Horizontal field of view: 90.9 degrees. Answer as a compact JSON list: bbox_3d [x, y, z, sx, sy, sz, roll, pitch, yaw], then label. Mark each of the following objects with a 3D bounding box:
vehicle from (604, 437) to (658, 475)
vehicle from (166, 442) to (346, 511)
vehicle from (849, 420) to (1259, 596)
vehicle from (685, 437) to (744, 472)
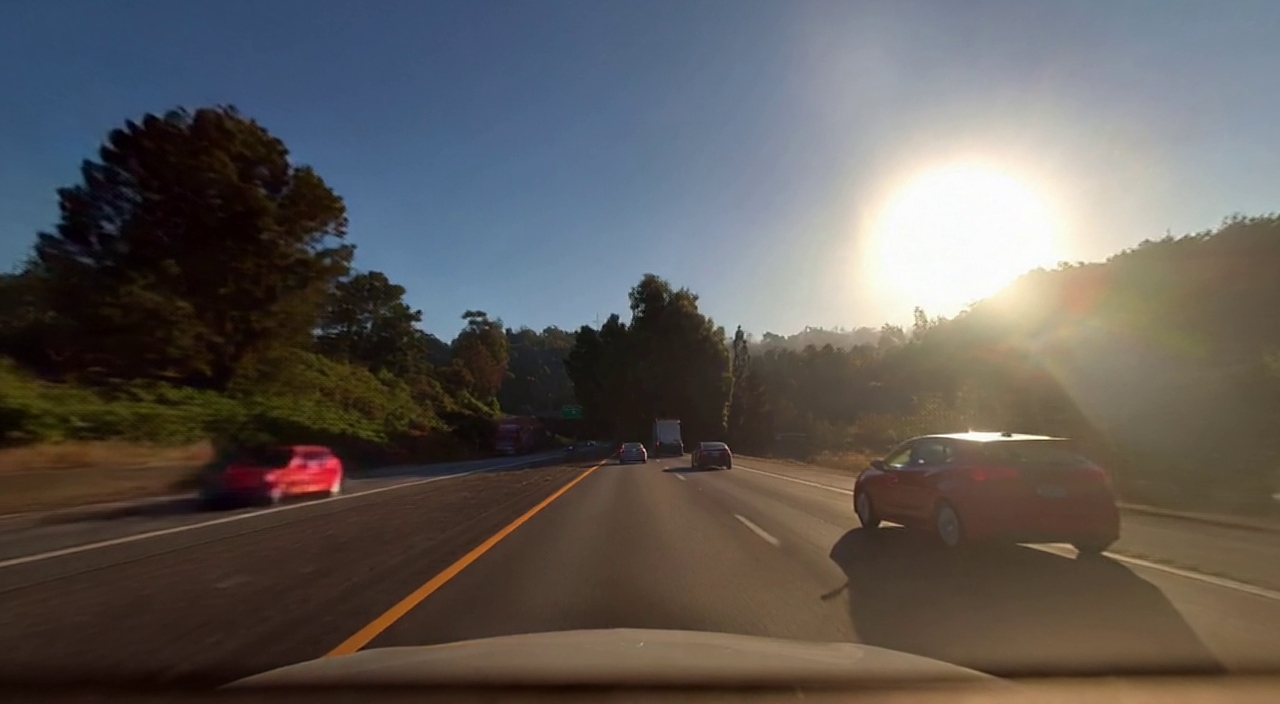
[{"bbox_3d":[-0.394,4.400,26.943,2.143,1.466,3.693,0,-8,-2],"label":"vehicle"},{"bbox_3d":[-9.570,3.089,16.200,2.154,1.488,4.002,0,-8,-1],"label":"vehicle"},{"bbox_3d":[4.391,1.659,7.750,2.066,1.526,4.216,0,-8,-2],"label":"vehicle"},{"bbox_3d":[3.353,4.717,29.325,2.004,1.469,4.472,0,-8,-2],"label":"vehicle"}]
